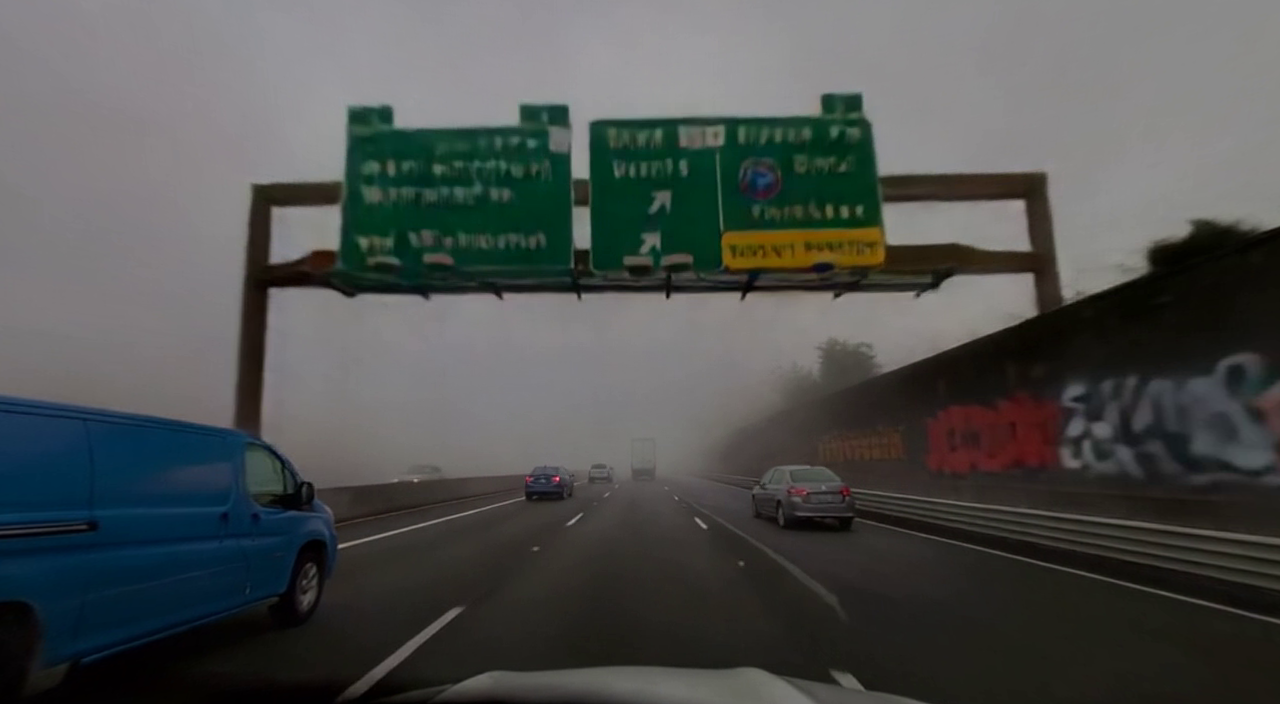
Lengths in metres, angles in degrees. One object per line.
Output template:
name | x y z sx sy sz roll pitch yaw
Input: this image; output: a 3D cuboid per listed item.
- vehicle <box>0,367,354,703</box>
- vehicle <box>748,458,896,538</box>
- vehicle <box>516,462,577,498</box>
vehicle | -3.436 0.976 2.992 2.004 1.610 4.508 1 -10 0
vehicle | 3.803 3.134 14.001 1.917 1.458 4.199 1 -10 -2
vehicle | -4.060 5.682 28.147 2.054 1.443 4.131 1 -10 0
